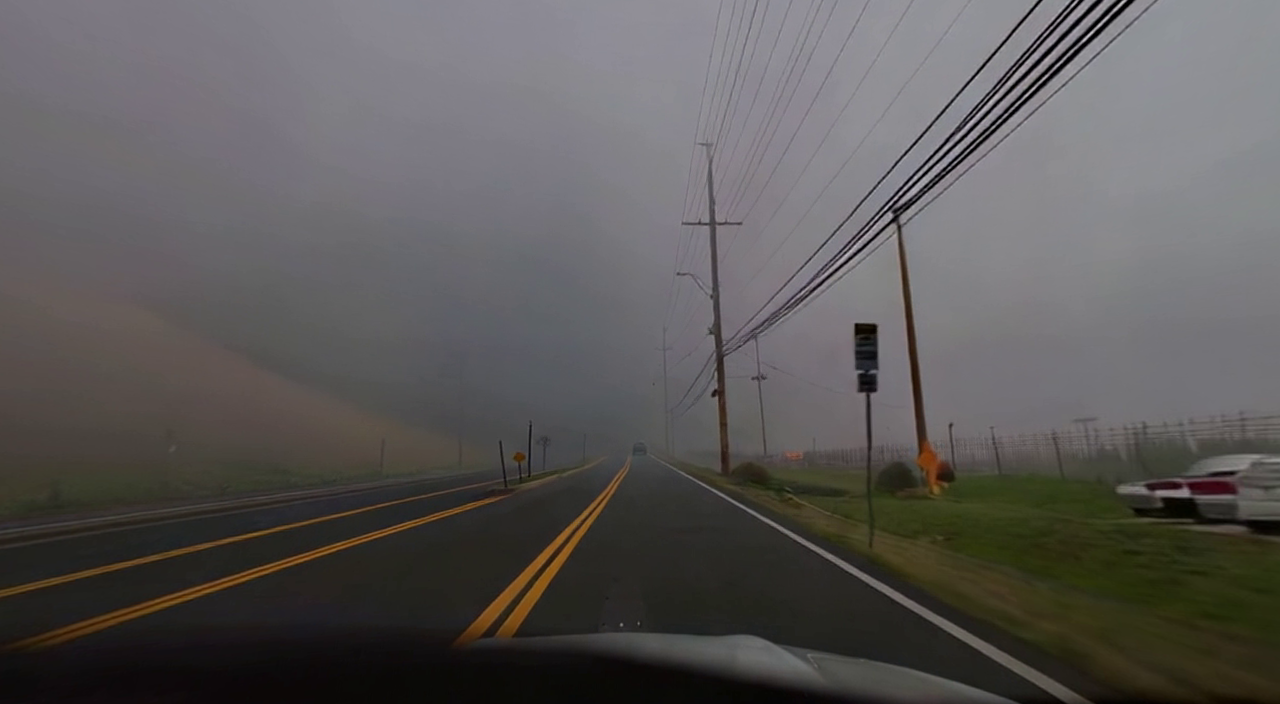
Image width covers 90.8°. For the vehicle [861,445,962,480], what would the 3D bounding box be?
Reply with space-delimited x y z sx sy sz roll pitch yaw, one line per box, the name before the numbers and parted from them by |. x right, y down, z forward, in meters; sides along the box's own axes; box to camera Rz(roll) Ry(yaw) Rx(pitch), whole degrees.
vehicle | 15.450 6.293 36.125 4.798 1.934 1.908 0 -9 0

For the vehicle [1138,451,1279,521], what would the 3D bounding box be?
vehicle | 15.536 3.338 15.981 4.145 1.599 1.982 0 -9 0

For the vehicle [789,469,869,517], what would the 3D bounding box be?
vehicle | 6.829 5.096 23.254 1.781 1.432 4.169 0 -9 2
